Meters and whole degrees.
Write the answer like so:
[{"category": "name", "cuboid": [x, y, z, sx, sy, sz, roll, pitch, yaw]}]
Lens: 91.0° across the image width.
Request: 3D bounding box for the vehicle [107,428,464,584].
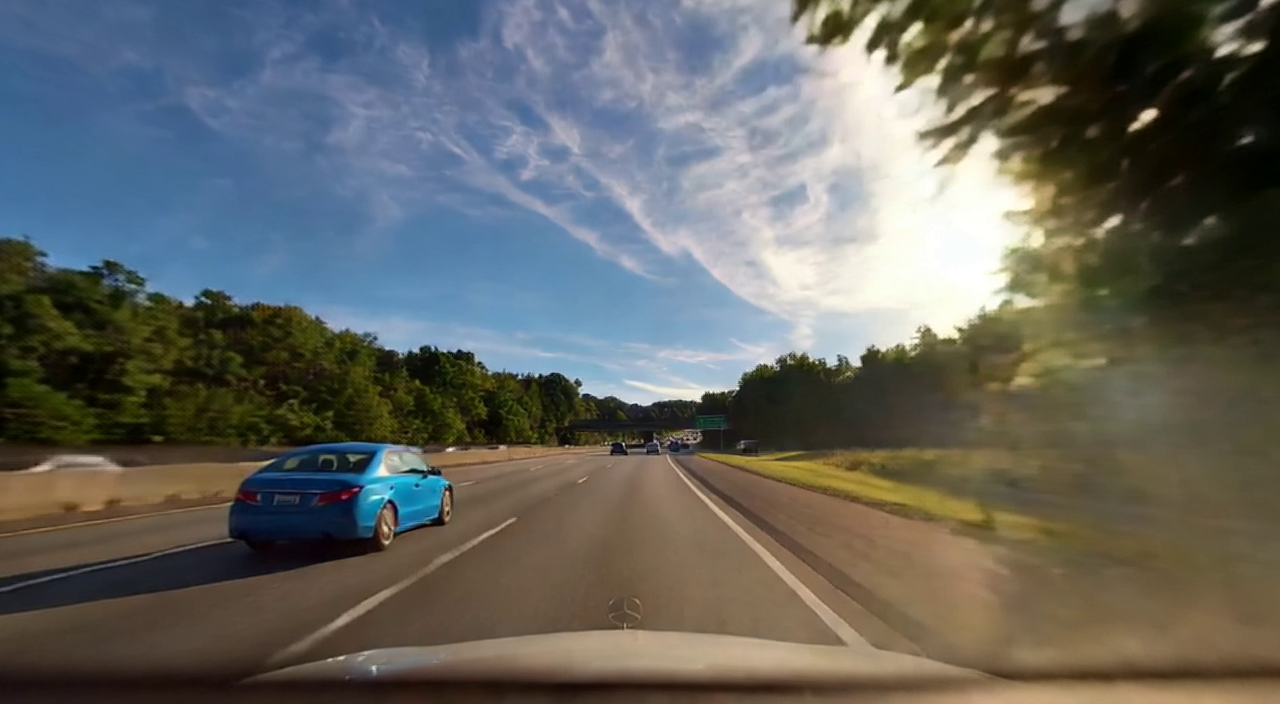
[{"category": "vehicle", "cuboid": [-4.003, 1.804, 8.271, 1.996, 1.454, 4.495, 0, -9, 1]}]
